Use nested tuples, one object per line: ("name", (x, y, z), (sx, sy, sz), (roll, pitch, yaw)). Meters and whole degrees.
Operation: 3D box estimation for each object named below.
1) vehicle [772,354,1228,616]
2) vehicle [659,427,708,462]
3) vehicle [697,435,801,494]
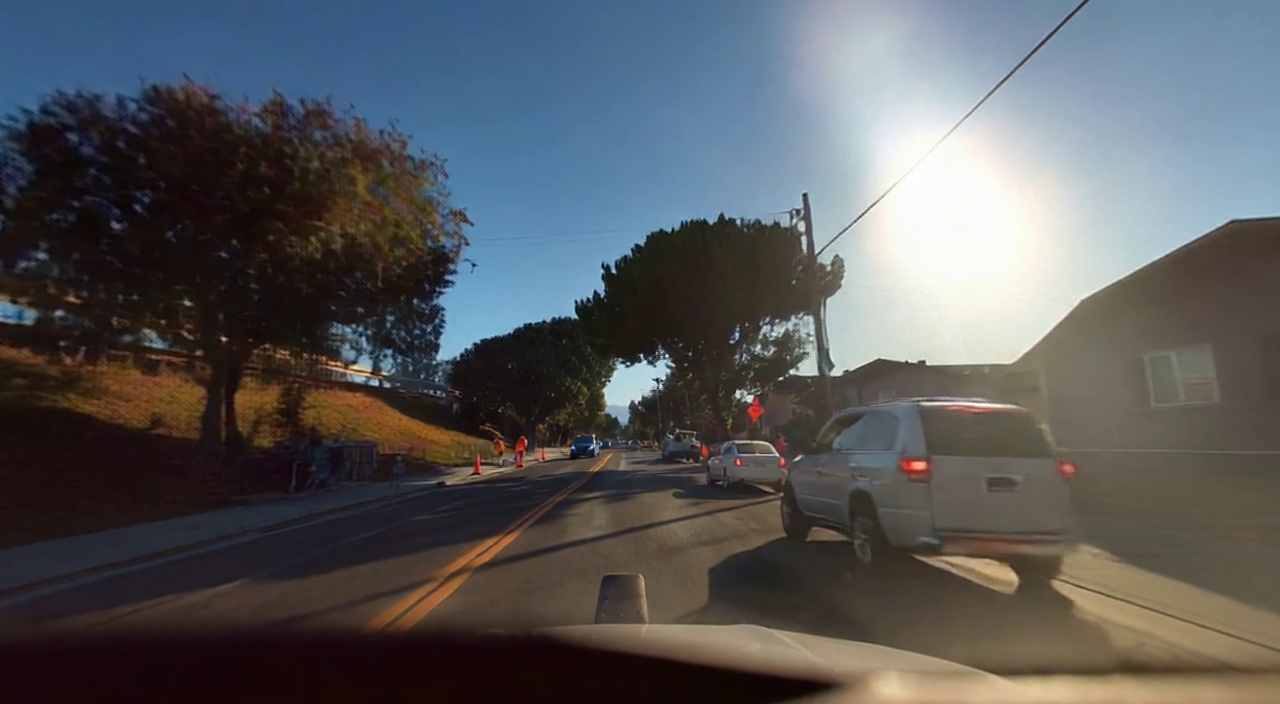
("vehicle", (3.200, 1.351, 7.248), (2.293, 1.957, 4.934), (0, -9, 0))
("vehicle", (2.802, 6.203, 42.235), (2.759, 2.114, 6.152), (0, -9, 0))
("vehicle", (3.022, 3.242, 18.628), (2.006, 1.482, 4.722), (0, -9, -3))
